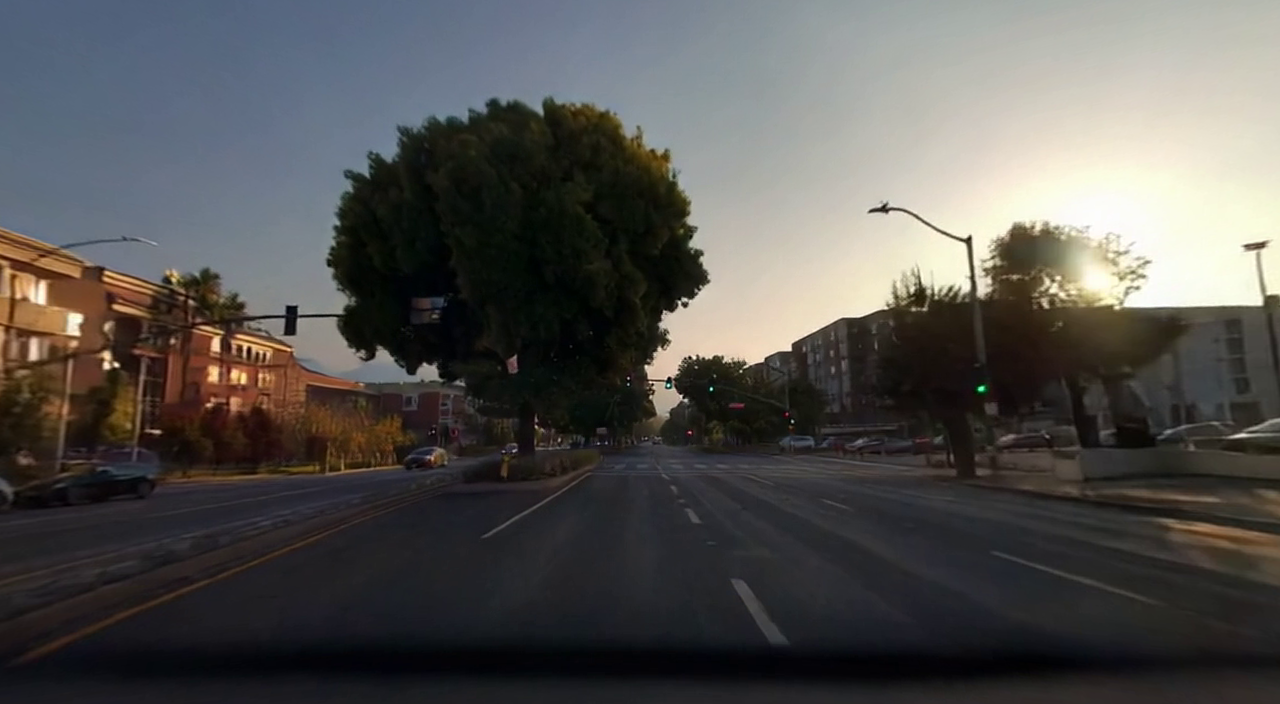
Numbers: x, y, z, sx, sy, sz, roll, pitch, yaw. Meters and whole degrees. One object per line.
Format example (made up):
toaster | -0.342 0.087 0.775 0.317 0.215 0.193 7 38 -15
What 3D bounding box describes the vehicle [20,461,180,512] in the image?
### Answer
vehicle | -19.648 4.863 23.325 1.911 1.458 4.547 -1 -7 0
